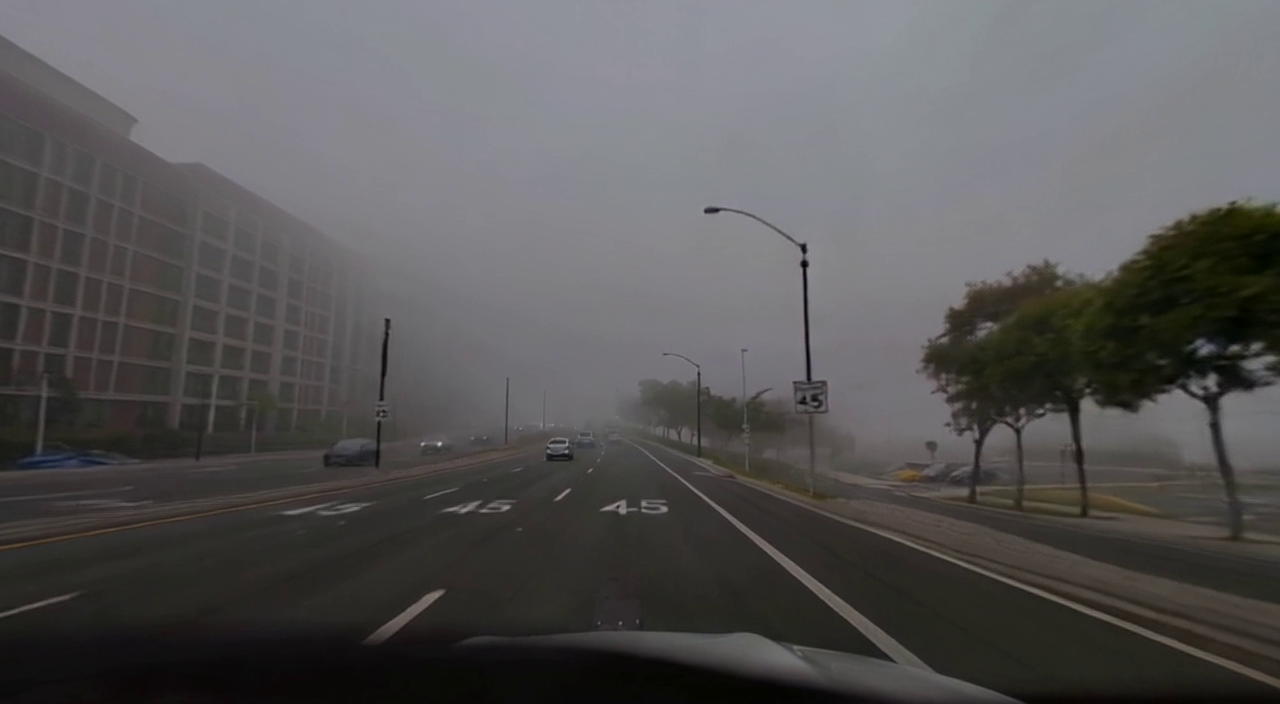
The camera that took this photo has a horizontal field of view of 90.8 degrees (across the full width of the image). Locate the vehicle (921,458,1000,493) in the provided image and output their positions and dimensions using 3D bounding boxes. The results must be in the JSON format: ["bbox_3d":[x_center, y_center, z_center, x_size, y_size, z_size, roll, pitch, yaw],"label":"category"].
[{"bbox_3d":[23.466,9.067,46.386,4.619,1.807,2.224,6,-16,4],"label":"vehicle"}]

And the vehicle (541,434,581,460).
[{"bbox_3d":[-4.811,5.872,39.041,2.025,1.474,4.292,1,-8,-1],"label":"vehicle"}]

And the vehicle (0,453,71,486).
[{"bbox_3d":[-32.832,6.209,33.553,1.724,1.409,3.666,0,-6,3],"label":"vehicle"}]

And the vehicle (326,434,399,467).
[{"bbox_3d":[-15.612,5.545,35.830,1.972,1.715,4.521,0,-8,1],"label":"vehicle"}]
